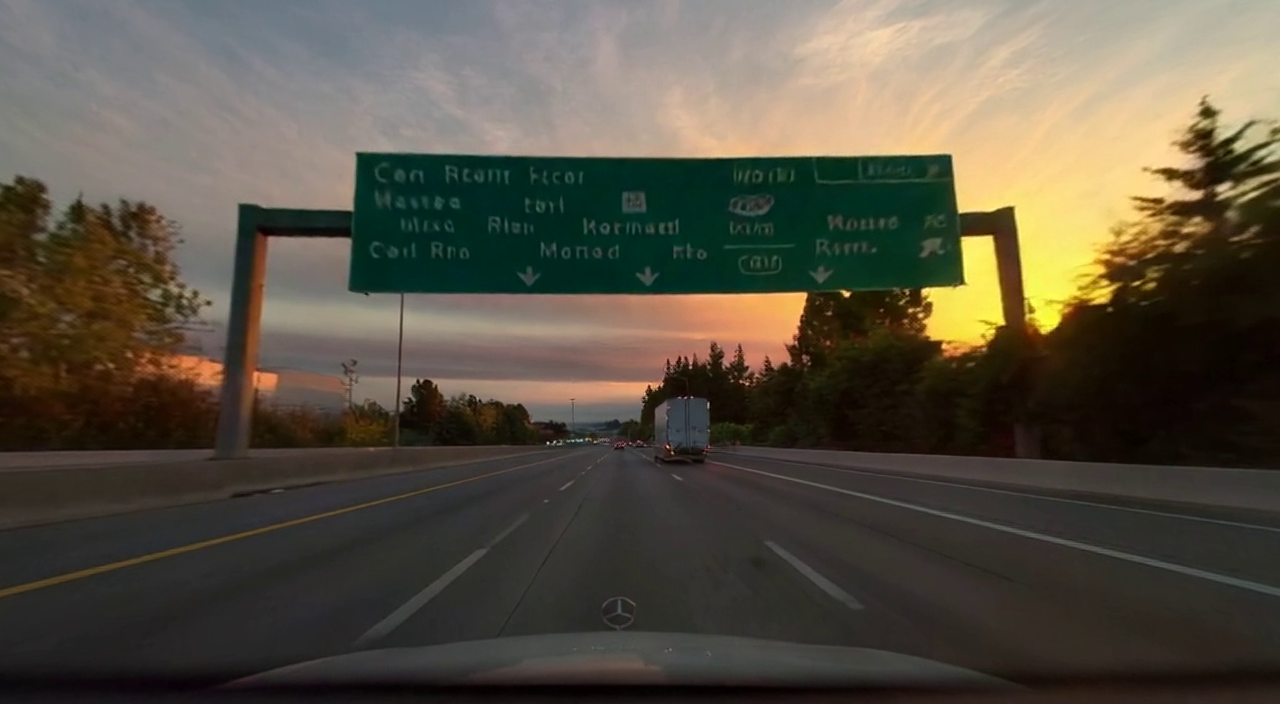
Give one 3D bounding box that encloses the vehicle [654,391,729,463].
[{"bbox_3d":[3.110,5.096,41.825,3.828,4.143,10.369,0,-8,-2],"label":"vehicle"}]
